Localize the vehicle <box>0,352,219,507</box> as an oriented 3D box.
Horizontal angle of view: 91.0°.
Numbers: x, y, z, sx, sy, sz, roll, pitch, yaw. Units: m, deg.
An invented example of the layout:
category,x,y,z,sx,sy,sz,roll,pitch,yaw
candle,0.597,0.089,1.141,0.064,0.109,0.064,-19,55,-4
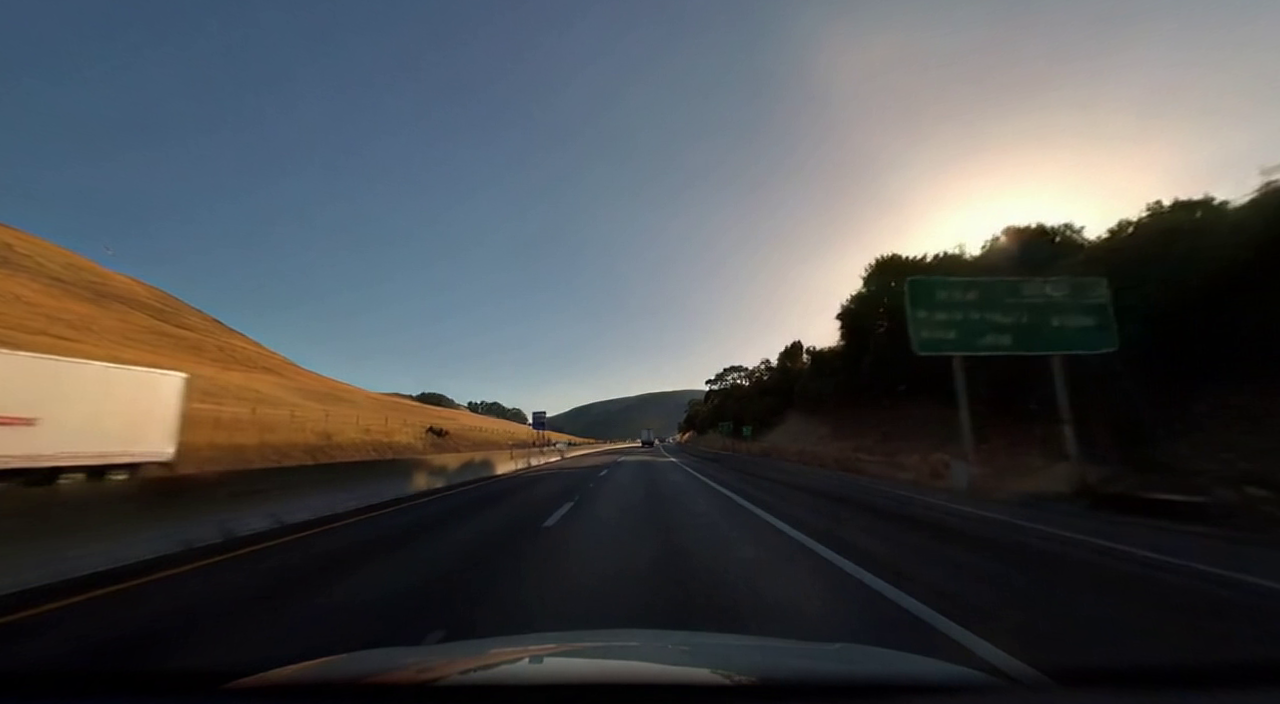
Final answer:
category,x,y,z,sx,sy,sz,roll,pitch,yaw
vehicle,-17.767,2.557,20.087,2.813,3.963,8.093,-1,-8,1
